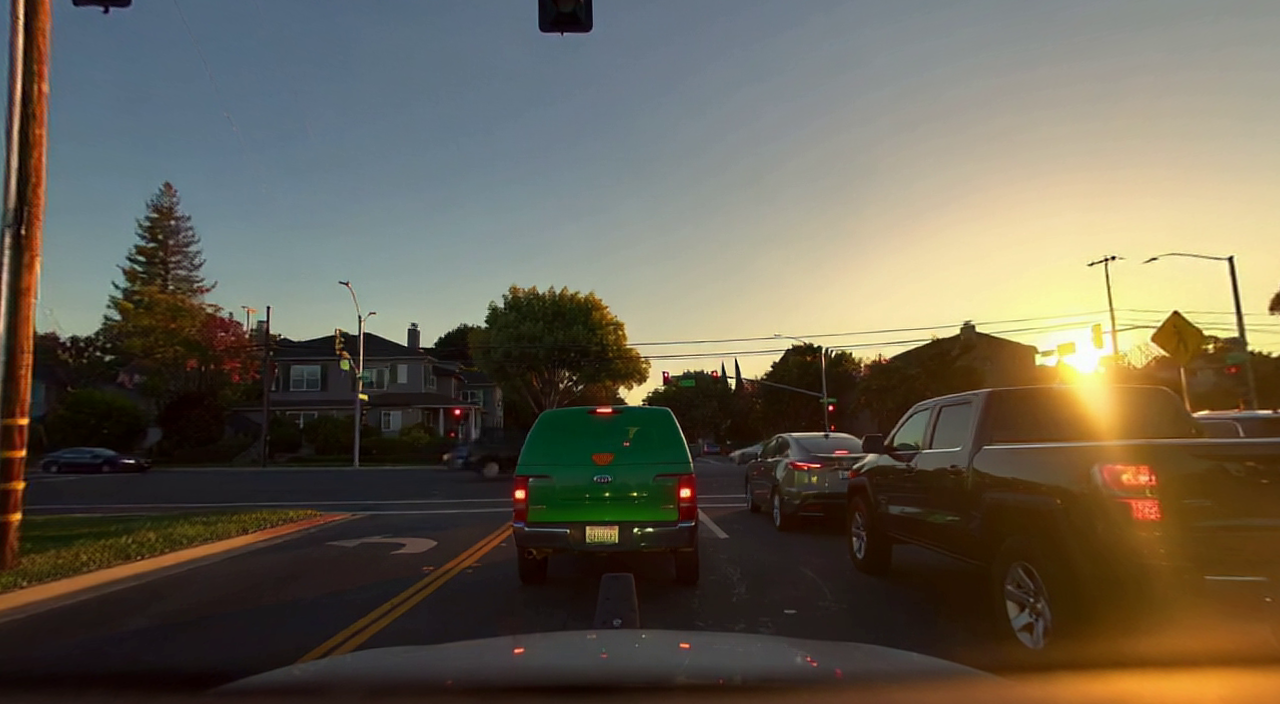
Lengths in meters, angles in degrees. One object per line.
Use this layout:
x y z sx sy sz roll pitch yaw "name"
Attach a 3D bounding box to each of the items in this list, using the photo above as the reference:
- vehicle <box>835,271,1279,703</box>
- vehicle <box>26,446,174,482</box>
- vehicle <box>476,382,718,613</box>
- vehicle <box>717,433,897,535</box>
2.984 0.943 3.893 1.886 1.849 5.070 0 -8 -1 "vehicle"
-22.994 4.762 27.063 4.533 1.350 1.714 0 -8 -8 "vehicle"
-0.198 1.386 6.744 1.915 1.780 3.379 -1 -8 5 "vehicle"
2.725 2.264 11.523 1.952 1.465 4.421 0 -8 -2 "vehicle"
